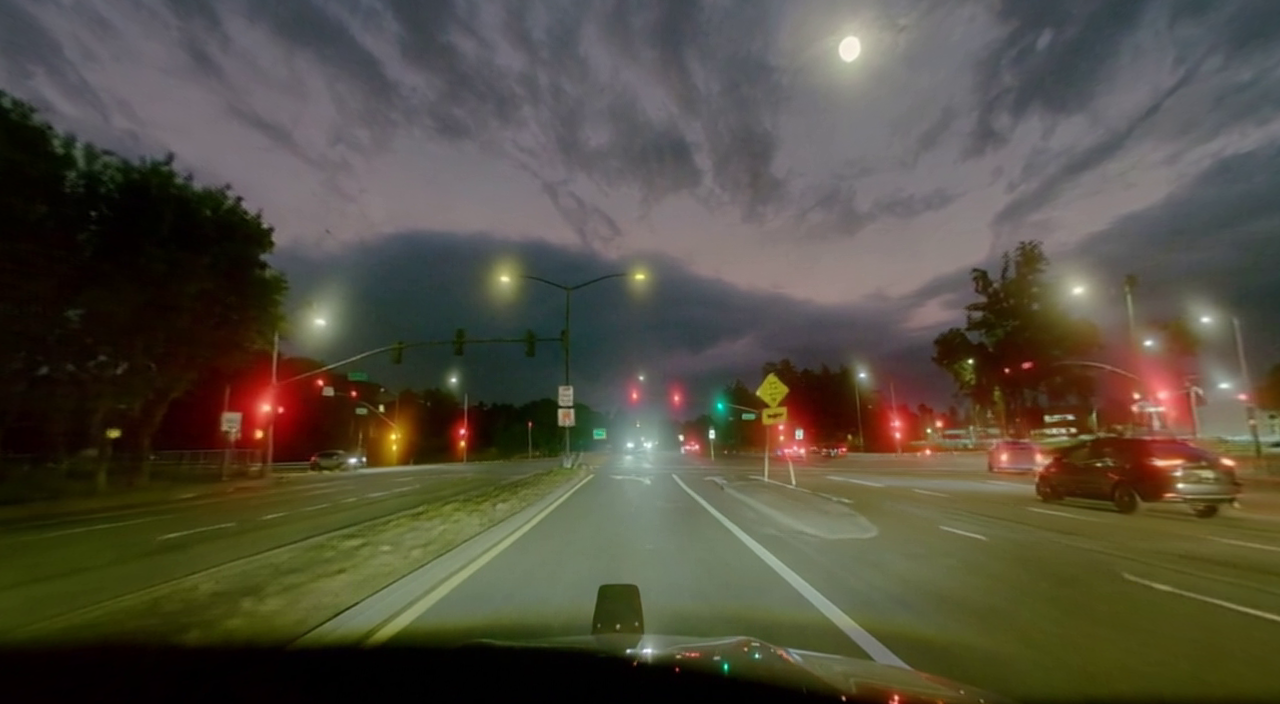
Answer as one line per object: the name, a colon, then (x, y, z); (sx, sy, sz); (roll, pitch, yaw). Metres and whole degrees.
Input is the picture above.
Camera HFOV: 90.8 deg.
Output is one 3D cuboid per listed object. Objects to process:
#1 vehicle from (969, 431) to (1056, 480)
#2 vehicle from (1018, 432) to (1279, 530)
vehicle: (15.332, 4.252, 26.272); (1.951, 1.843, 4.335); (-2, -9, 16)
vehicle: (9.618, 2.331, 12.088); (1.933, 1.500, 4.458); (0, -8, -1)
